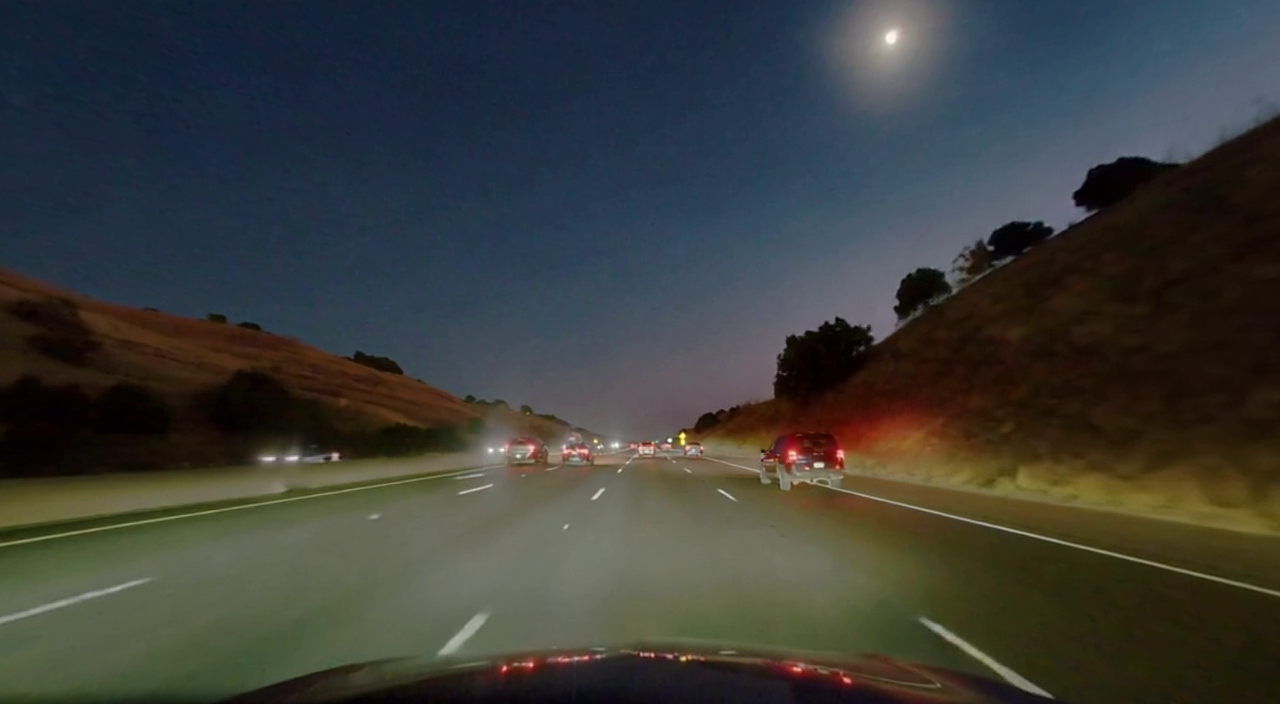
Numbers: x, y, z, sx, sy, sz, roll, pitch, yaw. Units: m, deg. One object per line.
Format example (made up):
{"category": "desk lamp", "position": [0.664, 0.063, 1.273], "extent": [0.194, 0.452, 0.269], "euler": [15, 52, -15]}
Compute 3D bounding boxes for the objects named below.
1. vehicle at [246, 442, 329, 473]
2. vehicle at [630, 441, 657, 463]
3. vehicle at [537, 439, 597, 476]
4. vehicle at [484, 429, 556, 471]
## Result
{"category": "vehicle", "position": [-20.691, 6.180, 37.262], "extent": [1.933, 1.660, 4.943], "euler": [0, -8, 2]}
{"category": "vehicle", "position": [0.282, 7.627, 48.299], "extent": [2.031, 1.566, 3.904], "euler": [0, -8, 0]}
{"category": "vehicle", "position": [-3.172, 4.722, 28.514], "extent": [2.091, 1.552, 4.516], "euler": [0, -8, 1]}
{"category": "vehicle", "position": [-6.417, 5.346, 34.619], "extent": [2.589, 2.063, 6.206], "euler": [0, -8, 1]}
